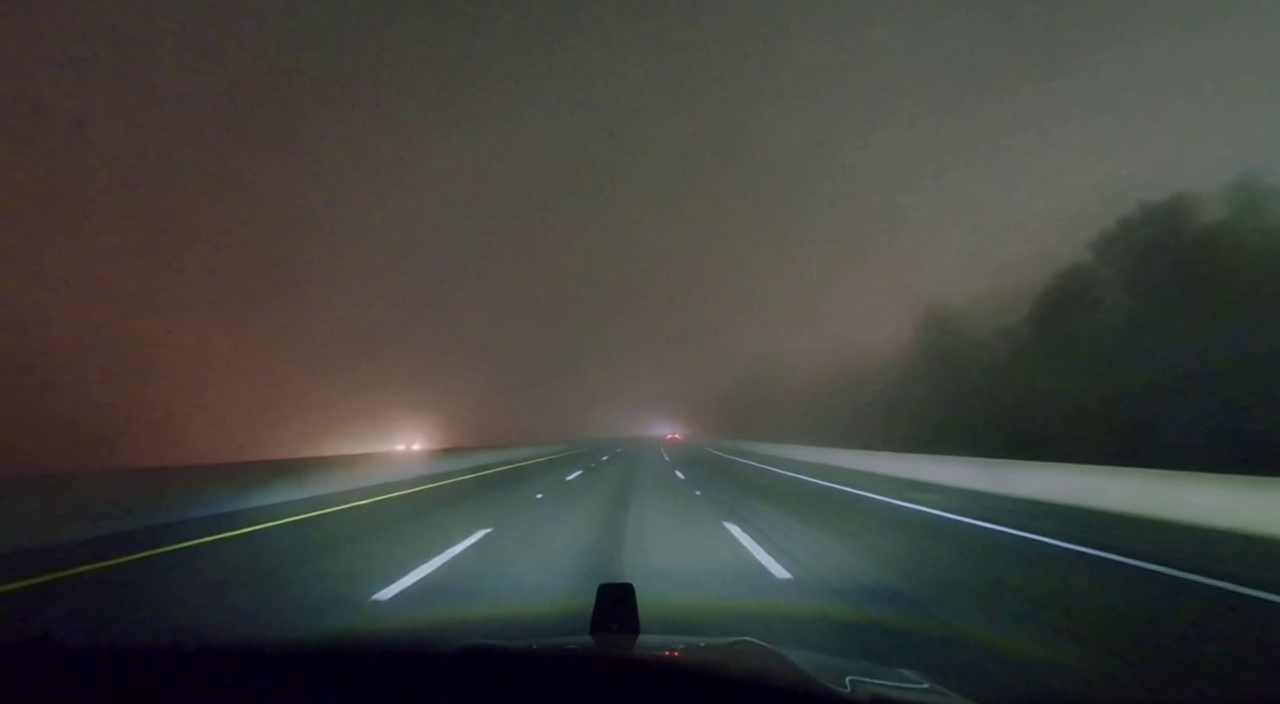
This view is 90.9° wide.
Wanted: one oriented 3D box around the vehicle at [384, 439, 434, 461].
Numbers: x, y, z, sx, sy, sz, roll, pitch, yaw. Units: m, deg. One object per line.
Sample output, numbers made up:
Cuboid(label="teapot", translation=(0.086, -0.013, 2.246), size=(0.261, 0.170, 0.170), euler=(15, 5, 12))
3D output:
Cuboid(label="vehicle", translation=(-17.623, 7.455, 48.316), size=(2.141, 1.521, 4.825), euler=(1, -7, -2))
